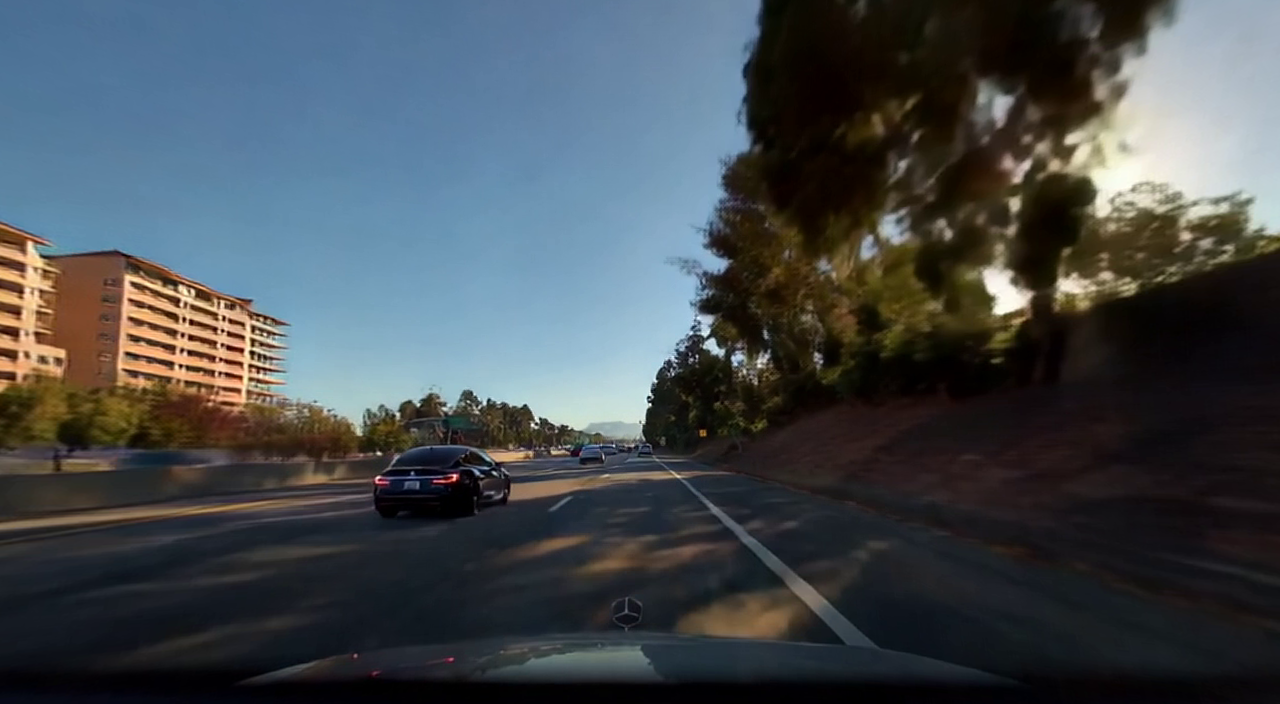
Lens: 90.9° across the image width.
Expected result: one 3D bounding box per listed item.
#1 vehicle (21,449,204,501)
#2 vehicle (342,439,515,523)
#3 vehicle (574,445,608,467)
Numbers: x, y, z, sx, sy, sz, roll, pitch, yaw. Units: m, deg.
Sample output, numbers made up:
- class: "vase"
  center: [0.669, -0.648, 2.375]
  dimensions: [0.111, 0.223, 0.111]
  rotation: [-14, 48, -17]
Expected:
- class: "vehicle"
  center: [-17.083, 3.950, 20.827]
  dimensions: [1.937, 1.470, 4.729]
  rotation: [0, -8, 0]
- class: "vehicle"
  center: [-4.178, 2.603, 13.370]
  dimensions: [2.083, 1.471, 4.350]
  rotation: [0, -8, 1]
- class: "vehicle"
  center: [-3.330, 7.163, 43.732]
  dimensions: [1.926, 1.464, 4.186]
  rotation: [0, -8, 1]
